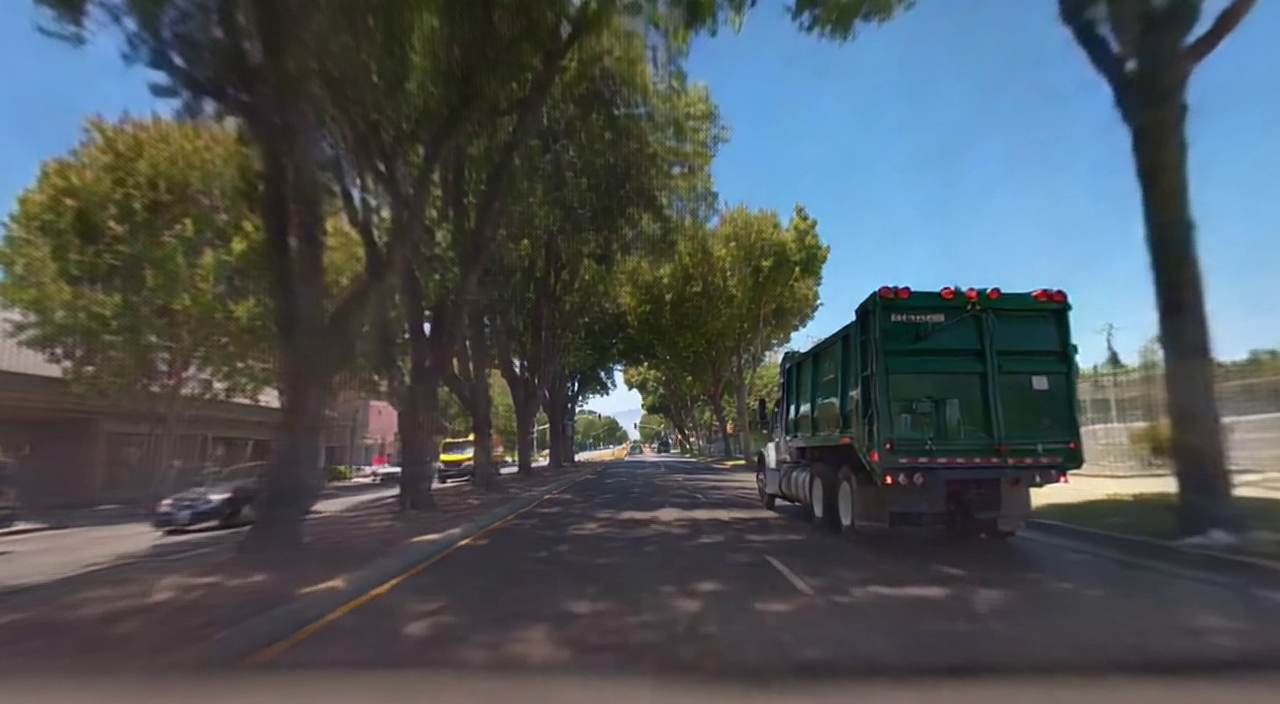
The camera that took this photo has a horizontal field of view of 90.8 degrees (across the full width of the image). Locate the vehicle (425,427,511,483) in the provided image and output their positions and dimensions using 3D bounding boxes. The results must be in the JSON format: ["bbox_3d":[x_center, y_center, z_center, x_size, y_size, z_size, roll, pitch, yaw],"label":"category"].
[{"bbox_3d":[-10.551,6.441,39.964,3.257,3.085,9.164,0,-9,-3],"label":"vehicle"}]

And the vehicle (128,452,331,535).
[{"bbox_3d":[-10.057,3.435,16.051,2.089,1.754,4.573,0,-9,-1],"label":"vehicle"}]

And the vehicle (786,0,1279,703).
[{"bbox_3d":[3.895,0.375,5.271,2.731,3.407,10.262,0,-9,-1],"label":"vehicle"}]

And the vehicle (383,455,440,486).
[{"bbox_3d":[-14.272,7.406,39.774,1.901,1.737,4.557,0,-9,-1],"label":"vehicle"}]
